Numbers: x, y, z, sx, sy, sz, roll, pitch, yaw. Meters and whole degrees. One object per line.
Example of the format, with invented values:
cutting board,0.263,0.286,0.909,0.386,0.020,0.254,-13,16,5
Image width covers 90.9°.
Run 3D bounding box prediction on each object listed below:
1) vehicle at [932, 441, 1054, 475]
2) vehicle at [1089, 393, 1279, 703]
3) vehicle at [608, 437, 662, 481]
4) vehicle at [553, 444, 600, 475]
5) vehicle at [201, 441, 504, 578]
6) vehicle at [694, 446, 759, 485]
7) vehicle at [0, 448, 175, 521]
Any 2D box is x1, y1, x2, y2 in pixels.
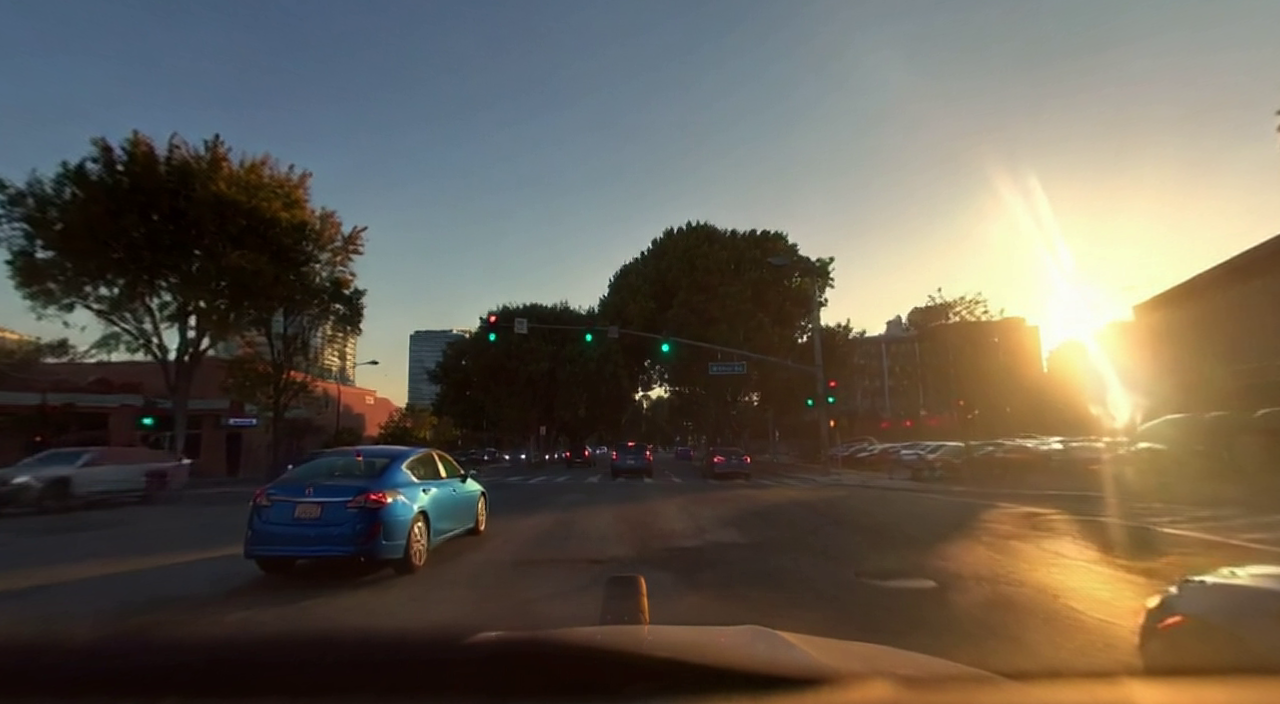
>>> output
vehicle,16.141,4.874,29.024,4.407,1.492,1.930,0,-9,2
vehicle,3.265,0.681,0.850,2.052,1.475,4.540,0,-9,2
vehicle,-0.195,5.021,29.848,2.361,1.898,4.465,0,-9,0
vehicle,-3.494,6.011,35.401,2.130,1.645,3.995,0,-9,1
vehicle,-3.372,1.904,8.435,2.115,1.369,3.908,0,-9,2
vehicle,3.513,4.668,26.325,2.058,1.472,4.317,0,-9,-1
vehicle,-16.439,3.712,18.351,2.134,1.822,4.707,0,-9,0
